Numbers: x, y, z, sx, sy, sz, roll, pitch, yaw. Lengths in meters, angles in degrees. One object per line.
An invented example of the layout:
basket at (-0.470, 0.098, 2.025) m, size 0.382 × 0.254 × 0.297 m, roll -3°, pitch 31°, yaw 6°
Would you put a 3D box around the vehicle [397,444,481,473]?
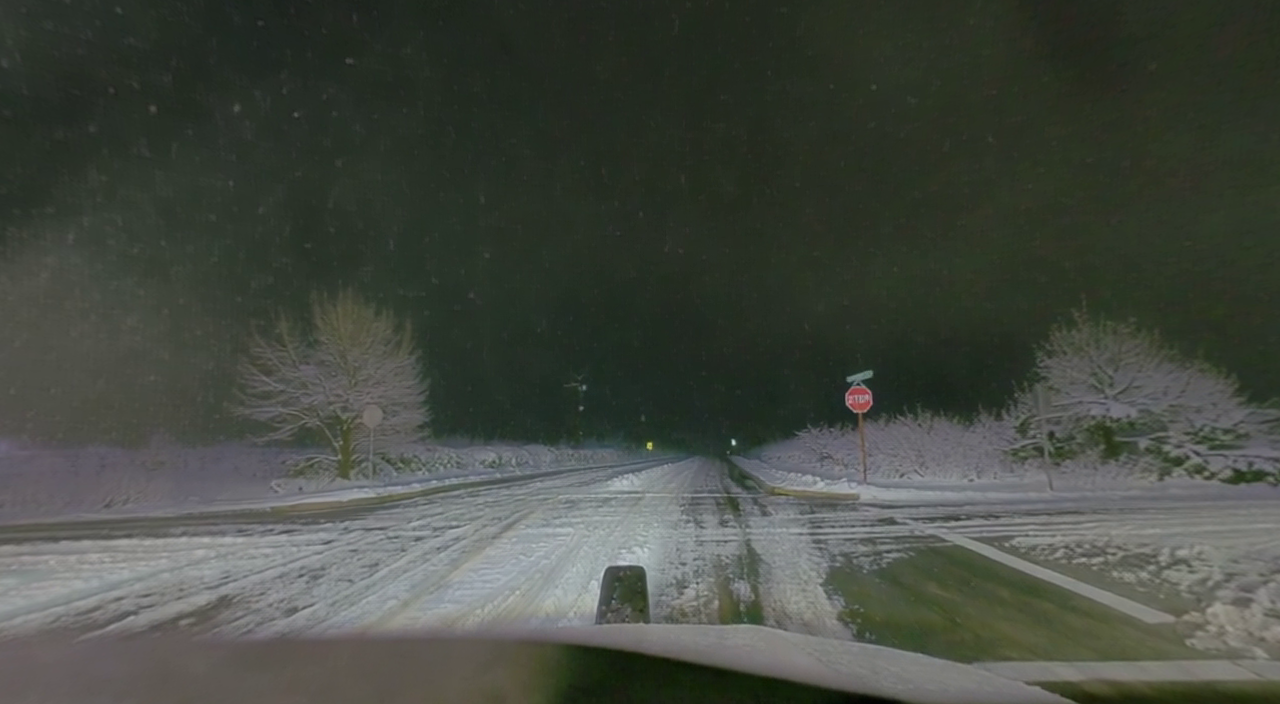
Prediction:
vehicle at (-12.665, 6.725, 39.919) m, size 4.590 × 1.735 × 1.973 m, roll 0°, pitch -9°, yaw 3°
